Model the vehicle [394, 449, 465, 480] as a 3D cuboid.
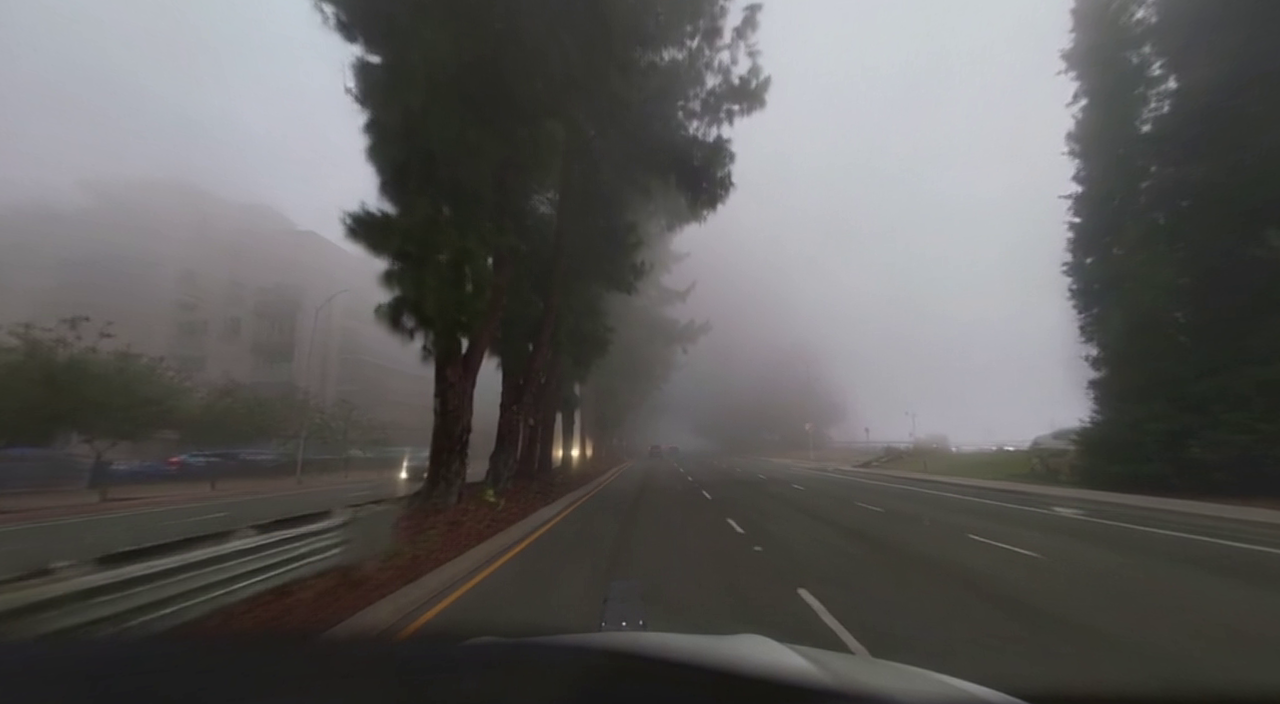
[{"bbox_3d":[-10.943,5.859,33.155,1.930,1.494,4.706,-1,-8,2],"label":"vehicle"}]
